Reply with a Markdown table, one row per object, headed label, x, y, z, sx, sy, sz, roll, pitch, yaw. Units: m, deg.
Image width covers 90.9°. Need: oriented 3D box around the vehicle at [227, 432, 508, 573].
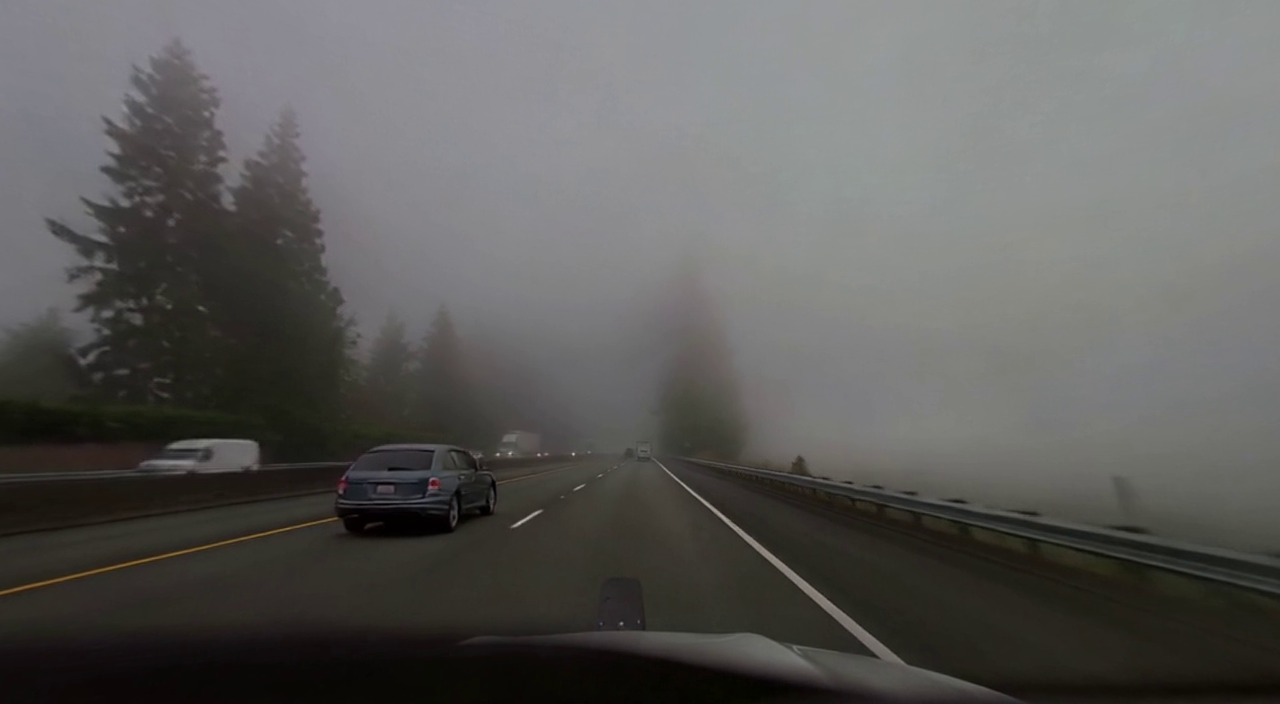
| label | x | y | z | sx | sy | sz | roll | pitch | yaw |
| --- | --- | --- | --- | --- | --- | --- | --- | --- | --- |
| vehicle | -3.446 | 2.001 | 9.198 | 1.969 | 1.505 | 4.636 | 0 | -9 | 1 |
